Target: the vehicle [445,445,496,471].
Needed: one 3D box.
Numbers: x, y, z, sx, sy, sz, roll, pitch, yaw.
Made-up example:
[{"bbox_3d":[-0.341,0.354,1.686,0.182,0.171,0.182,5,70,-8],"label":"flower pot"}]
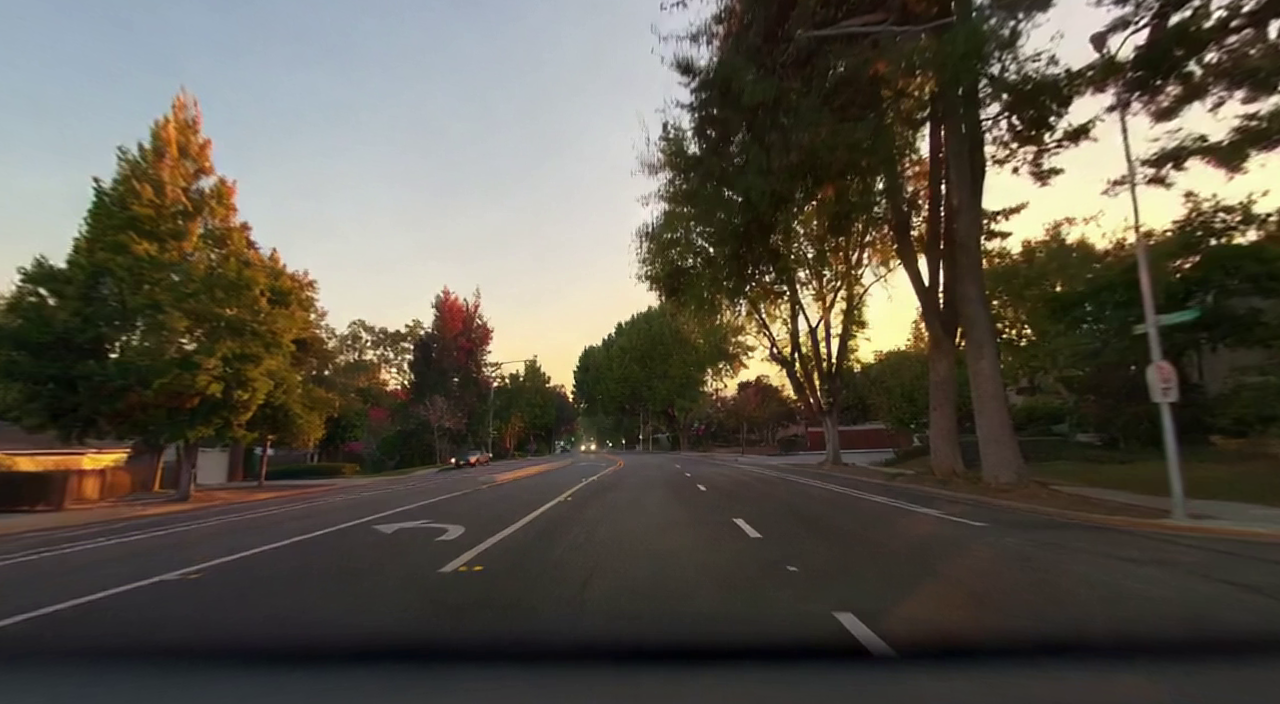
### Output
[{"bbox_3d":[-12.036,7.542,45.177,2.066,1.681,5.292,-1,-8,2],"label":"vehicle"}]
